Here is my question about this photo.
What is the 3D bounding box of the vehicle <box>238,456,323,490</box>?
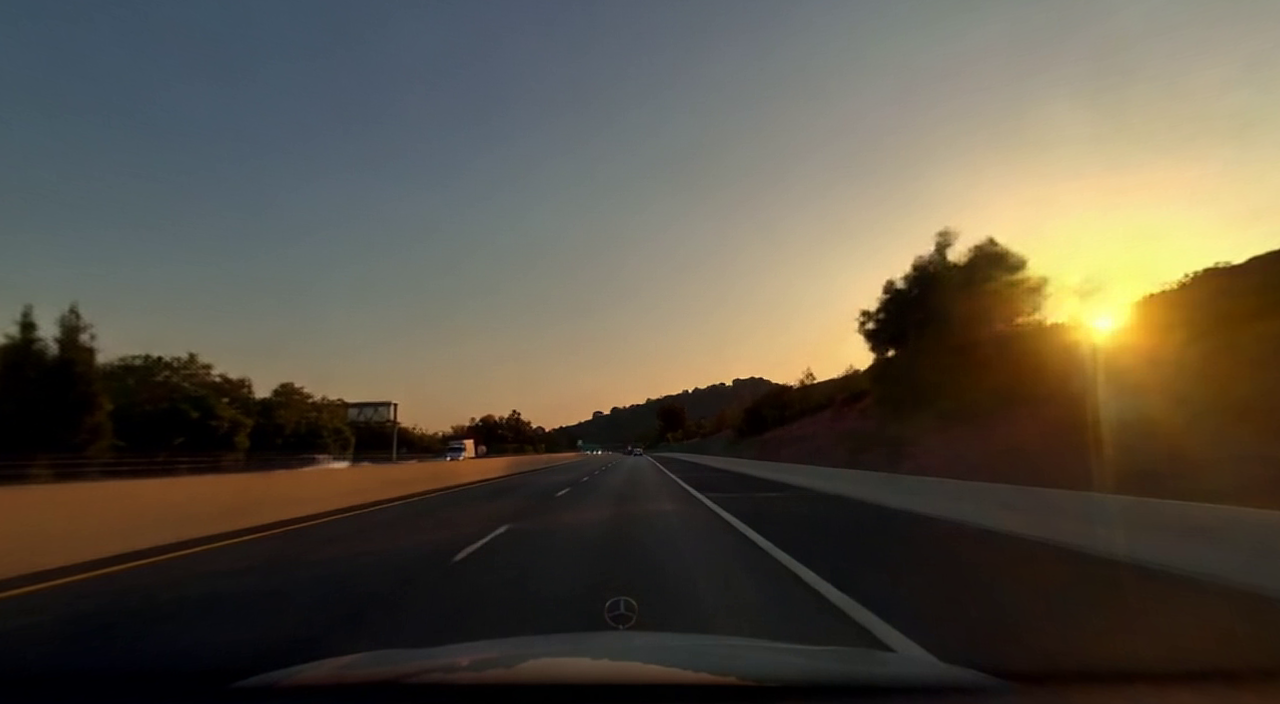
[{"bbox_3d":[-17.380,5.844,30.520,1.779,1.498,3.922,0,-9,0],"label":"vehicle"}]
